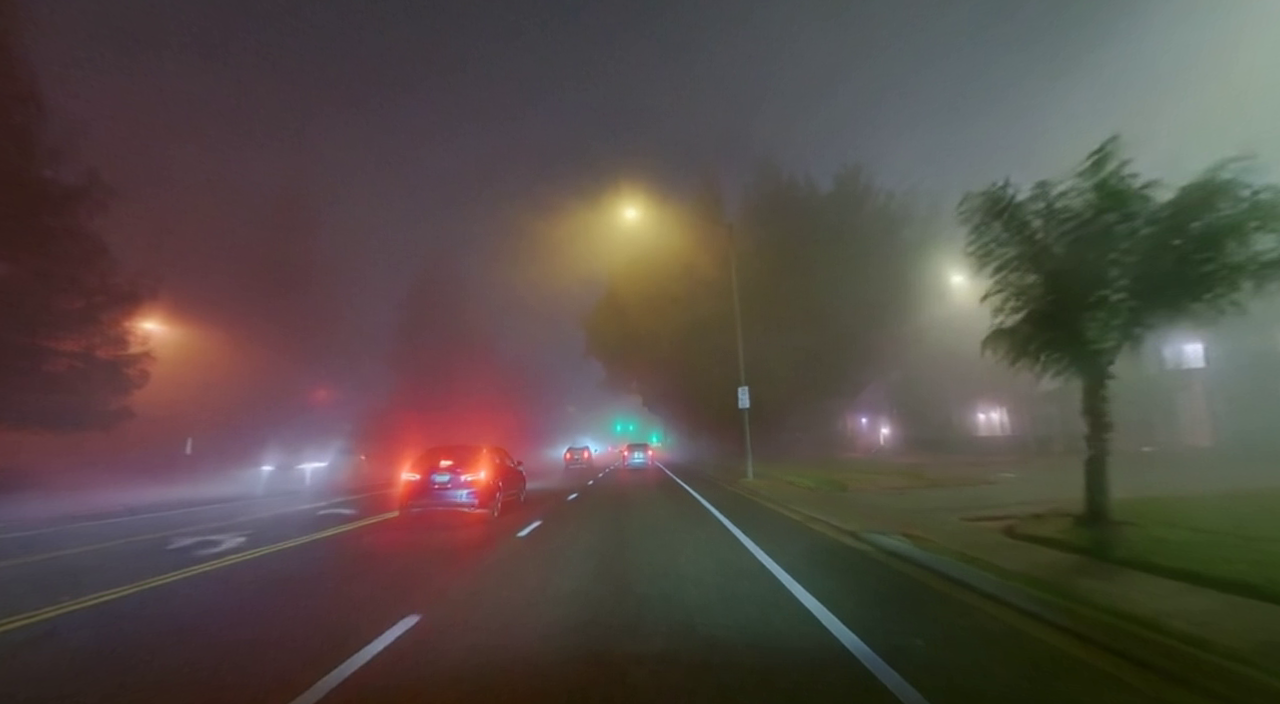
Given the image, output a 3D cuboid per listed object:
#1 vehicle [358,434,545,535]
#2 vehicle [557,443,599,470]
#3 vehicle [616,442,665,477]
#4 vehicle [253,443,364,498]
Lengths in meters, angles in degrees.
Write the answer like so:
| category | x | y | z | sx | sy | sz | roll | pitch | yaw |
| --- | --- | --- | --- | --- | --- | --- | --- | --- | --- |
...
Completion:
| category | x | y | z | sx | sy | sz | roll | pitch | yaw |
| --- | --- | --- | --- | --- | --- | --- | --- | --- | --- |
| vehicle | -3.117 | 2.290 | 11.531 | 2.030 | 1.467 | 4.403 | 0 | -9 | 0 |
| vehicle | -3.623 | 6.223 | 37.491 | 2.114 | 1.500 | 3.912 | 0 | -9 | 0 |
| vehicle | 0.009 | 4.805 | 28.382 | 2.065 | 1.456 | 4.099 | 0 | -9 | 0 |
| vehicle | -12.950 | 4.607 | 24.964 | 2.028 | 1.820 | 4.525 | -4 | -9 | -1 |
